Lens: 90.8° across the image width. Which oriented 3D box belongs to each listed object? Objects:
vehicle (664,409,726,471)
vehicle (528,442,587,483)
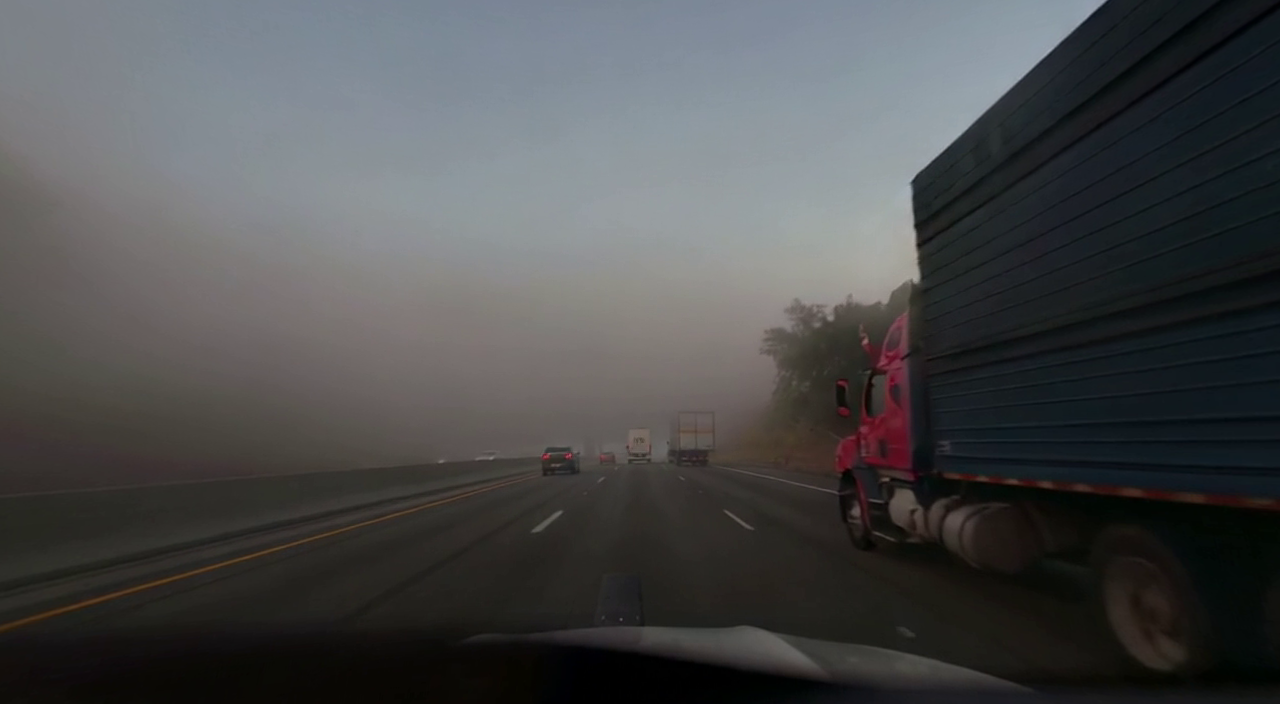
[{"bbox_3d":[3.908,7.009,49.414,3.131,4.037,16.729,0,-9,-1],"label":"vehicle"},{"bbox_3d":[-3.531,4.821,27.687,2.007,1.647,3.854,0,-9,1],"label":"vehicle"}]
